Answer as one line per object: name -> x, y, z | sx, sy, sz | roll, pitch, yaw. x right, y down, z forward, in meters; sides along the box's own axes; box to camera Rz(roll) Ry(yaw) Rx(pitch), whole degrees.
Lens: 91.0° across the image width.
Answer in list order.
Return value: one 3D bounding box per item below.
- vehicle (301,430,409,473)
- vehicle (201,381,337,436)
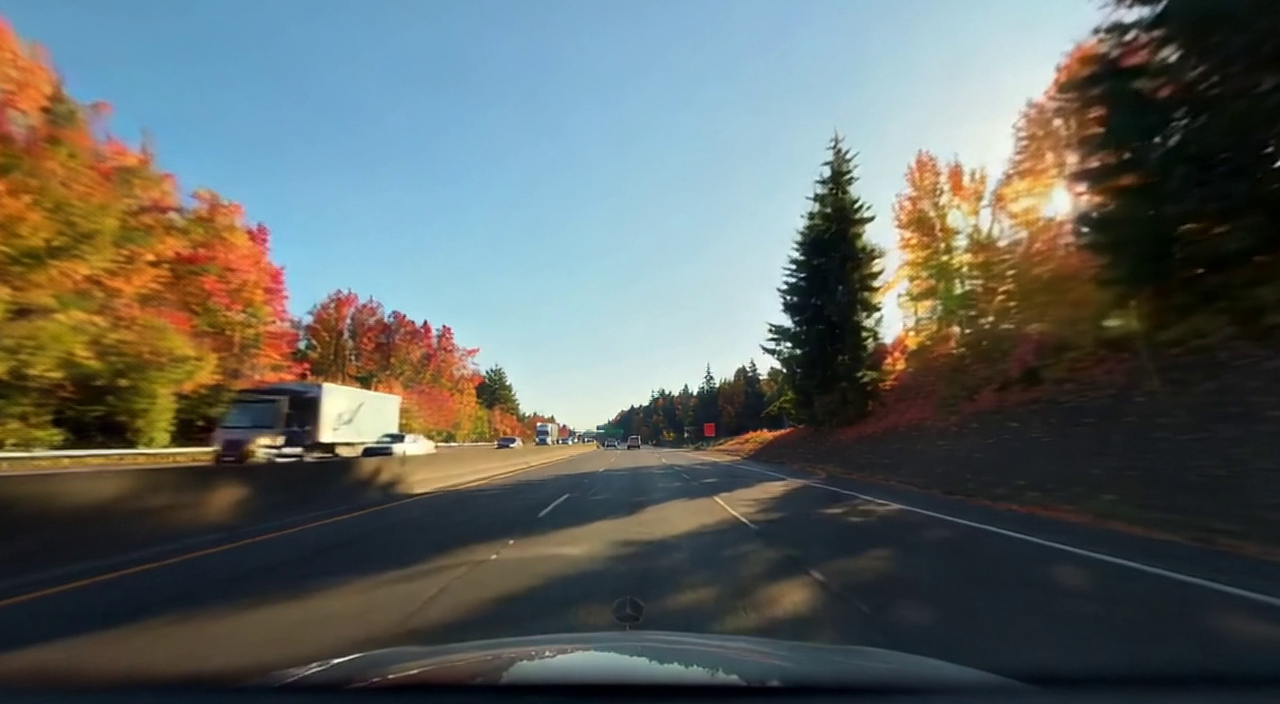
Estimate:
vehicle -> -11.265, 3.972, 25.319 | 2.034, 1.525, 4.766 | 0, -8, 1
vehicle -> -14.985, 2.440, 25.909 | 2.091, 1.991, 5.483 | 0, -8, 2
